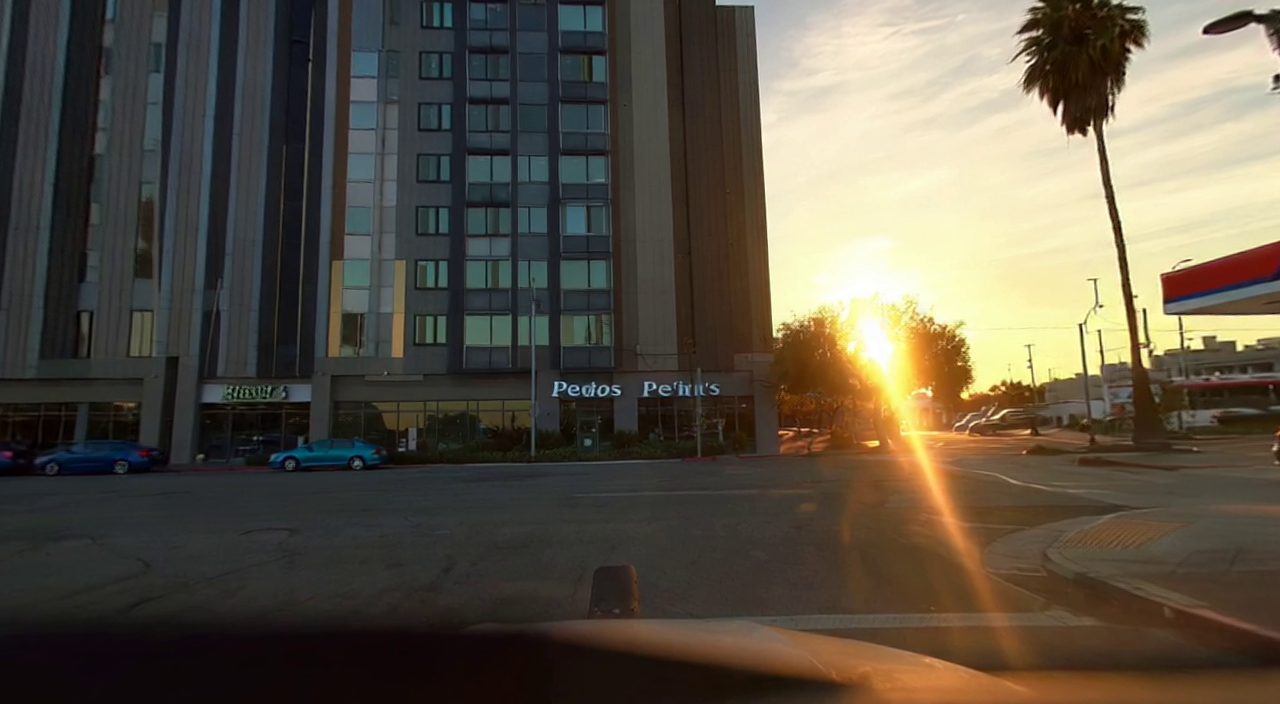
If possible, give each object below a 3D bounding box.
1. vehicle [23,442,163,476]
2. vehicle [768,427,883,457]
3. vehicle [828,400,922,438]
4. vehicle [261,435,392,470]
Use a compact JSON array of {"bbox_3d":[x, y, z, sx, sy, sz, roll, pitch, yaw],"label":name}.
[{"bbox_3d":[-23.628,4.623,27.410,4.321,1.430,1.775,0,-9,-2],"label":"vehicle"},{"bbox_3d":[8.622,4.232,29.611,4.782,1.371,1.763,1,-9,-6],"label":"vehicle"},{"bbox_3d":[16.069,4.646,43.438,5.524,2.504,2.196,0,-9,-2],"label":"vehicle"},{"bbox_3d":[-13.945,4.496,28.272,4.857,1.497,1.811,0,-9,2],"label":"vehicle"}]
